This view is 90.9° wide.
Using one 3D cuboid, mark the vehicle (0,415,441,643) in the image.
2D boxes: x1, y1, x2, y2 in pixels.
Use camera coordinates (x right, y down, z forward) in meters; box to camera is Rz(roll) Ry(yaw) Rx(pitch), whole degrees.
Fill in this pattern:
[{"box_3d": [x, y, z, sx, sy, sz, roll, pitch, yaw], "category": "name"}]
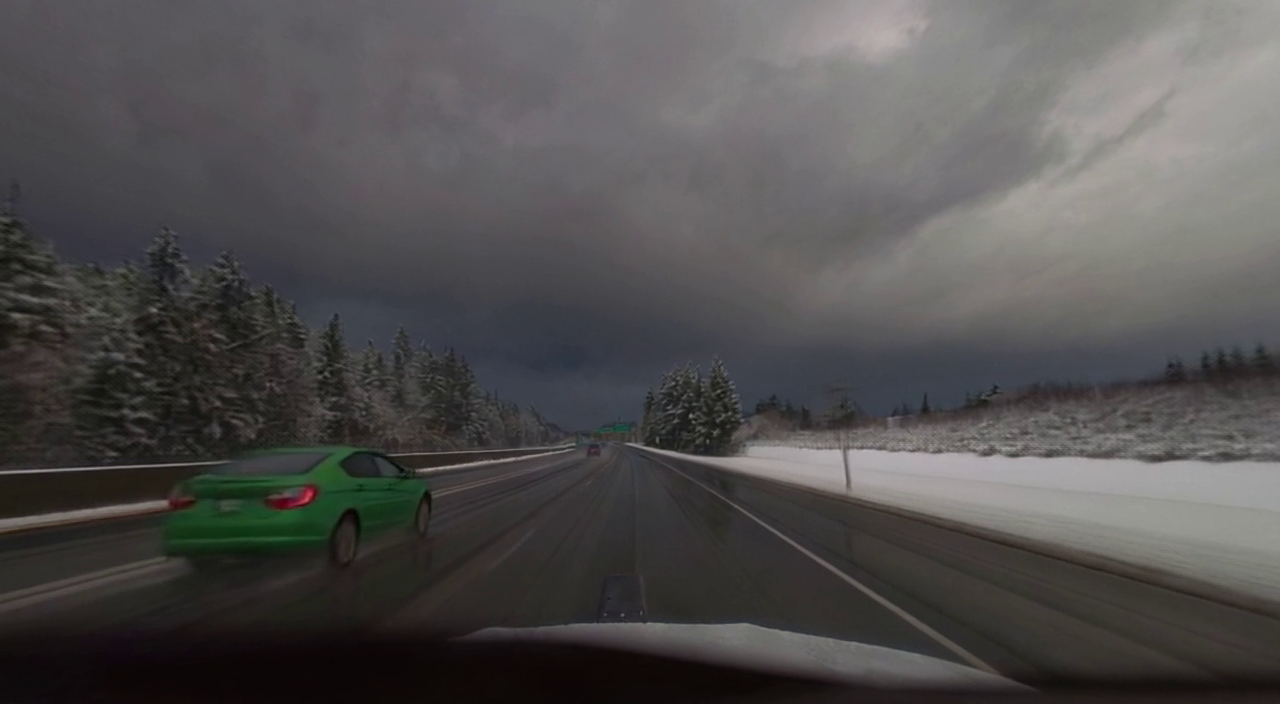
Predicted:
[{"box_3d": [-3.855, 1.551, 6.602, 2.017, 1.522, 4.569, 0, -9, 1], "category": "vehicle"}]
